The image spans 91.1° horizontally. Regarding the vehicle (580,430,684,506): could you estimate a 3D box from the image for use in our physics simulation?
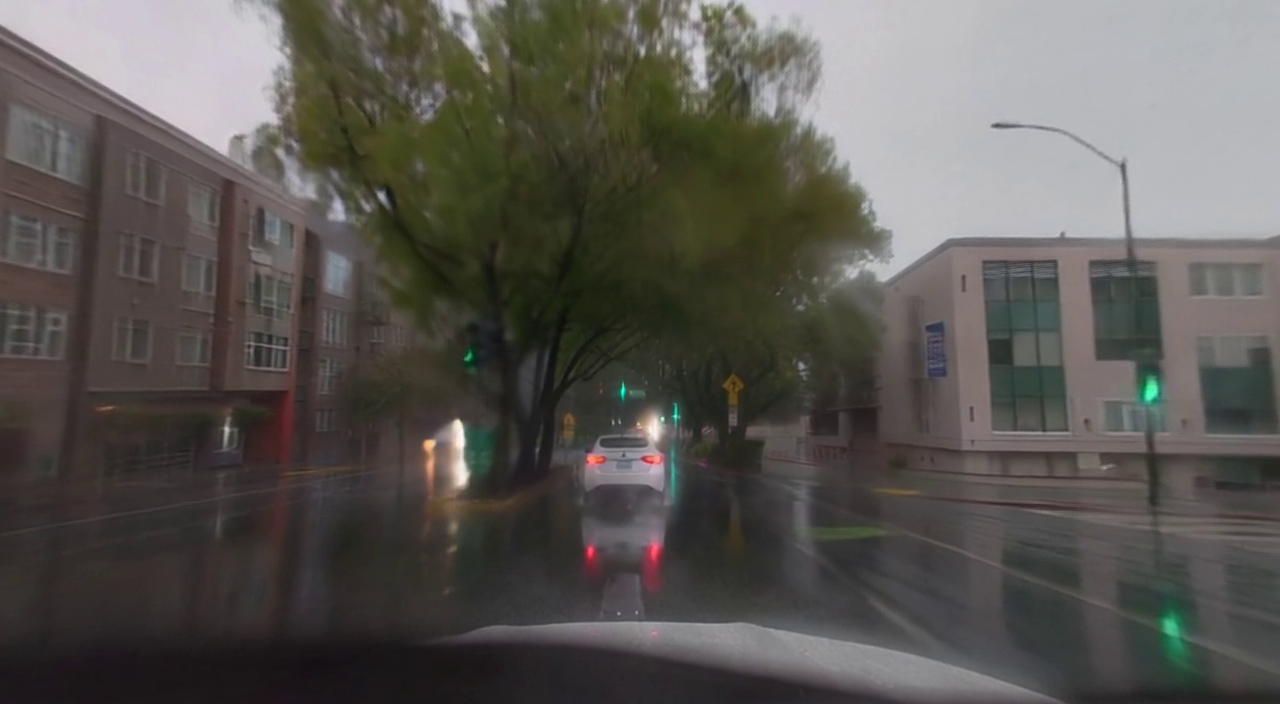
[{"bbox_3d":[-0.337,2.464,13.968,1.950,1.401,4.159,1,-8,-5],"label":"vehicle"}]
